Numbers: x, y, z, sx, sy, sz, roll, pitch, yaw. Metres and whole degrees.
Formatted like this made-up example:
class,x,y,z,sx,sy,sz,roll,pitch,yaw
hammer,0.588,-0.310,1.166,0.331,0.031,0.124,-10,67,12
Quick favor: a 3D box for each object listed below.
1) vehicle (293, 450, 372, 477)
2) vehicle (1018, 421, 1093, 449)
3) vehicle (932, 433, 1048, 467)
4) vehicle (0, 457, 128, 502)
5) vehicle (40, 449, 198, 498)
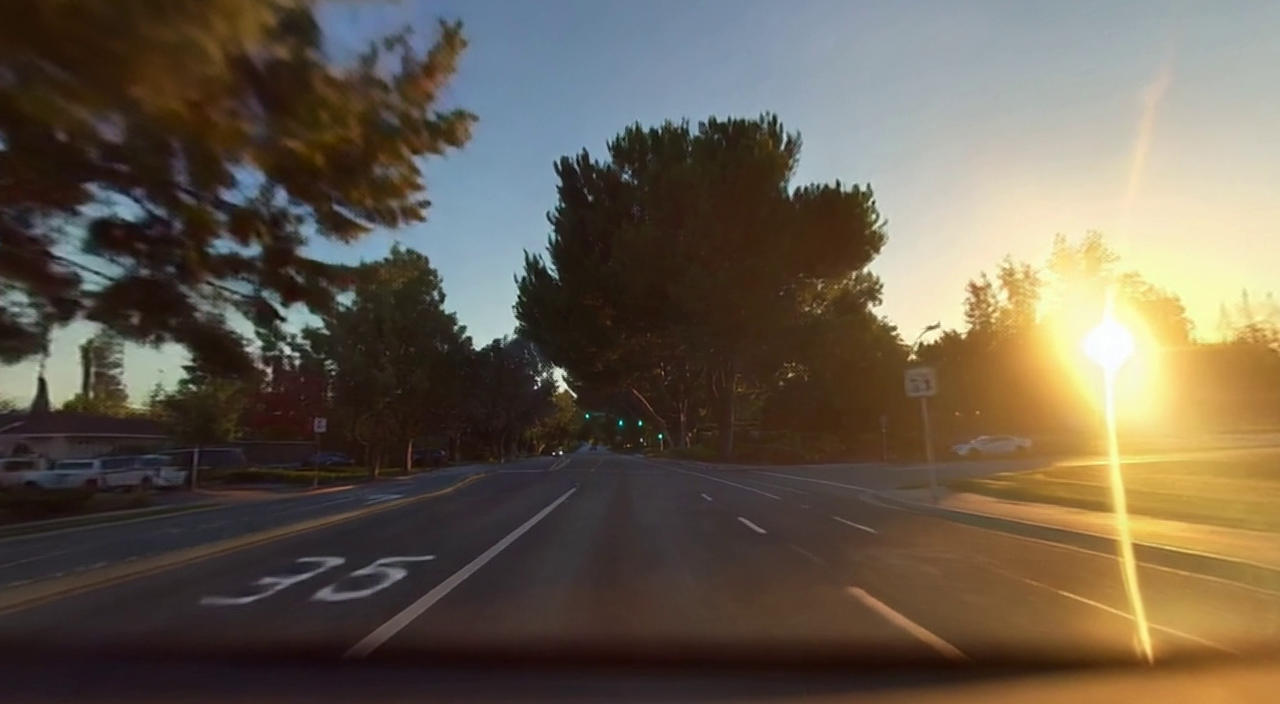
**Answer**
class,x,y,z,sx,sy,sz,roll,pitch,yaw
vehicle,-20.594,7.452,42.384,4.171,1.728,2.069,0,-9,2
vehicle,28.265,5.734,43.219,2.049,1.739,4.982,-1,-9,5
vehicle,19.195,5.445,34.827,5.172,1.468,1.964,-3,-11,-2
vehicle,-21.295,4.502,22.456,4.495,1.472,1.833,0,-9,0
vehicle,-20.708,4.814,25.267,4.456,1.809,2.113,0,-9,2
